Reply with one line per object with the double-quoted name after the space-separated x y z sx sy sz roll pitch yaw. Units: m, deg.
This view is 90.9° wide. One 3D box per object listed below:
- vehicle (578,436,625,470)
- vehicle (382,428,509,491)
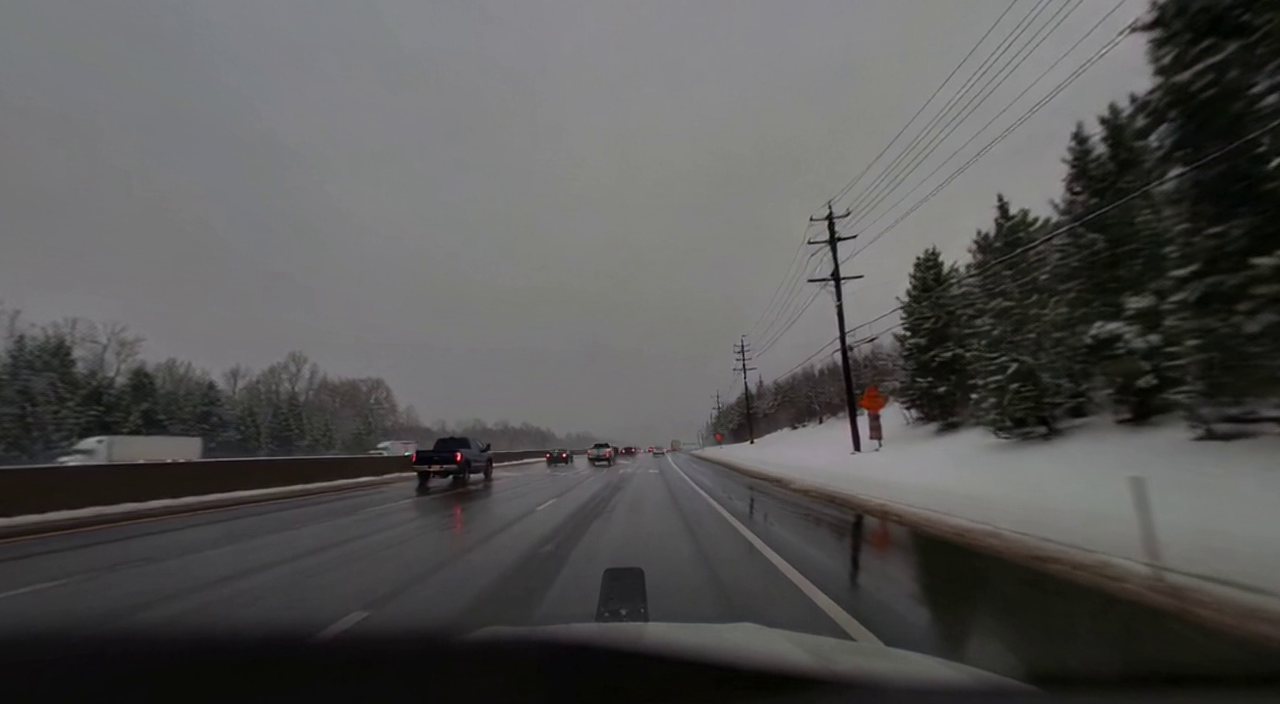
-2.377 6.494 40.678 2.448 2.025 5.193 0 -8 3 "vehicle"
-6.810 3.872 23.156 2.460 1.992 6.474 0 -8 1 "vehicle"
